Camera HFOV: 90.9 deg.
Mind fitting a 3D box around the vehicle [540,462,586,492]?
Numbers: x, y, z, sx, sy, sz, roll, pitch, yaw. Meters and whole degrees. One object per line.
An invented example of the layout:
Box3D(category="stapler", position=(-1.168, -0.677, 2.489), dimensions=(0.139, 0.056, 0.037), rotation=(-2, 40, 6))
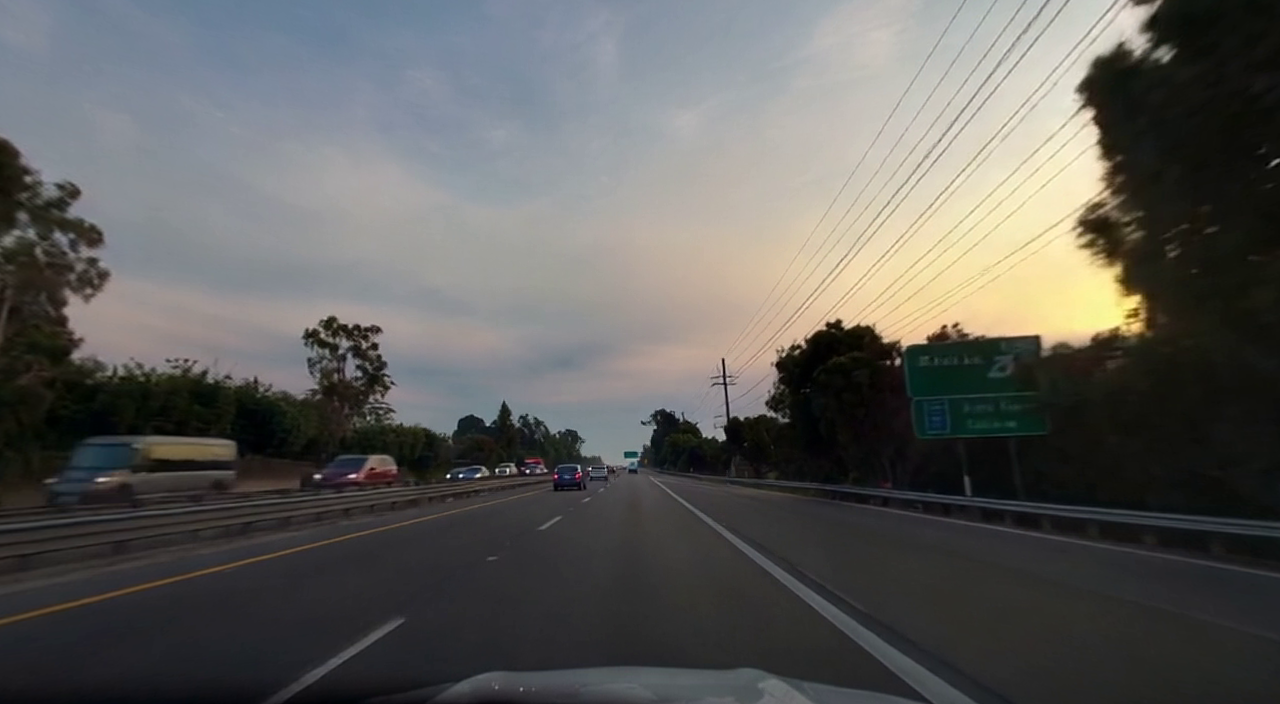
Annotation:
Box3D(category="vehicle", position=(-4.221, 6.944, 35.114), dimensions=(1.963, 1.501, 4.227), rotation=(1, -10, 0))

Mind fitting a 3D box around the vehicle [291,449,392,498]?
Box3D(category="vehicle", position=(-13.392, 5.507, 28.680), dimensions=(2.152, 1.945, 4.821), rotation=(1, -10, 0))

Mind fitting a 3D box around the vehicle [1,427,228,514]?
Box3D(category="vehicle", position=(-17.512, 4.060, 21.712), dimensions=(2.308, 2.461, 6.231), rotation=(1, -10, 0))
